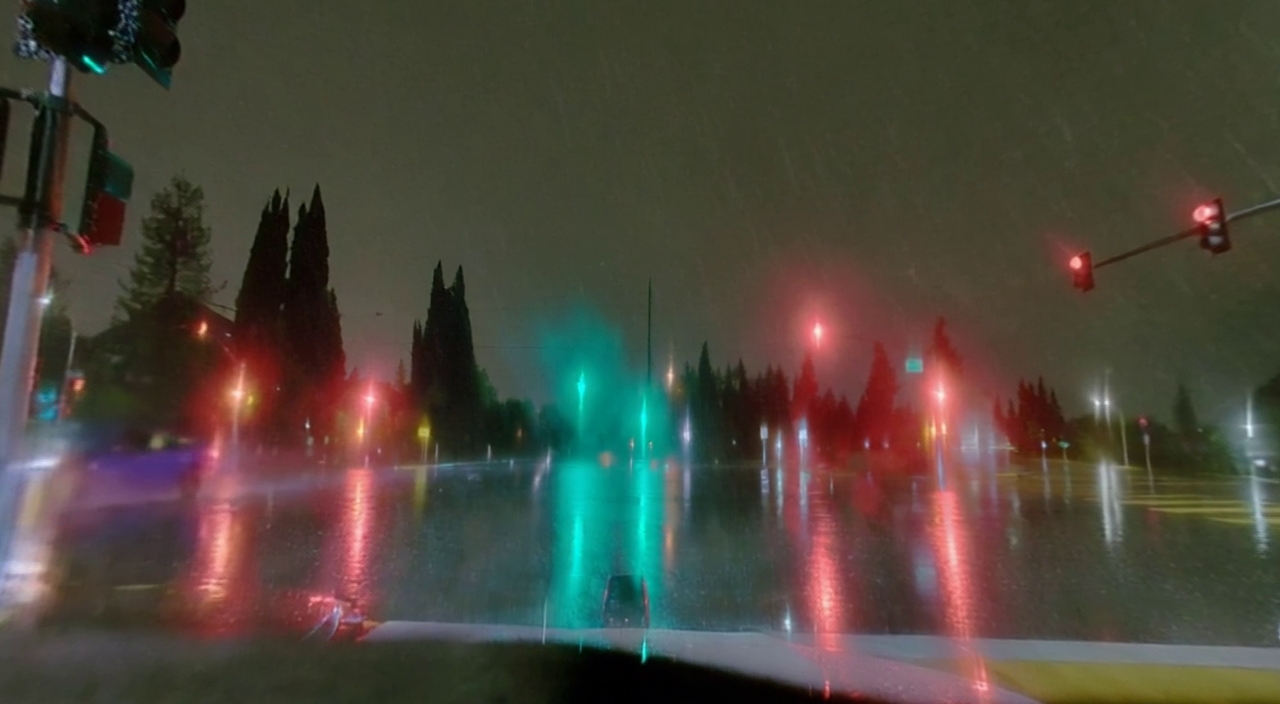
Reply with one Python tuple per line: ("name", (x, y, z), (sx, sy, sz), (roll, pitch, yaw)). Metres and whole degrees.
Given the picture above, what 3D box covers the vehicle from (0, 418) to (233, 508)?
("vehicle", (-12.739, 2.634, 15.392), (2.238, 1.827, 5.007), (0, -8, 0))
